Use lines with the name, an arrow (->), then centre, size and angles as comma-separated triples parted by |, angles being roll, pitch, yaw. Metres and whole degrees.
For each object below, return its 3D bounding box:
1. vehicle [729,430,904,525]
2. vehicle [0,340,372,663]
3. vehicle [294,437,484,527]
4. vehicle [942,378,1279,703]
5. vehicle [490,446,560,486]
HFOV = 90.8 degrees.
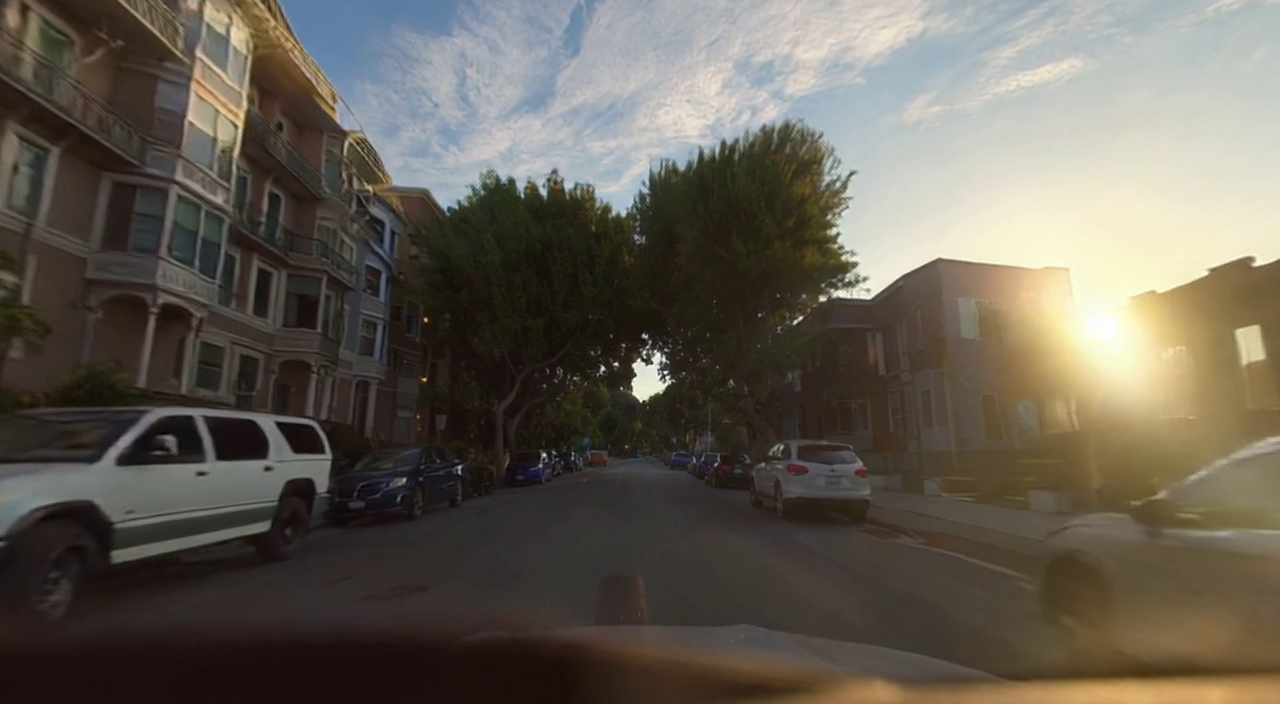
vehicle -> 3.994, 2.986, 15.800 | 2.473, 1.895, 6.050 | 0, -9, -2
vehicle -> -5.542, 1.441, 6.943 | 2.596, 2.152, 5.689 | -2, -9, 1
vehicle -> -5.640, 2.991, 15.283 | 2.122, 1.722, 5.662 | -1, -9, 2
vehicle -> 3.698, 0.964, 2.570 | 2.445, 1.662, 5.309 | 0, -8, 2
vehicle -> -5.391, 5.420, 30.379 | 2.222, 1.735, 5.215 | 0, -8, 2
